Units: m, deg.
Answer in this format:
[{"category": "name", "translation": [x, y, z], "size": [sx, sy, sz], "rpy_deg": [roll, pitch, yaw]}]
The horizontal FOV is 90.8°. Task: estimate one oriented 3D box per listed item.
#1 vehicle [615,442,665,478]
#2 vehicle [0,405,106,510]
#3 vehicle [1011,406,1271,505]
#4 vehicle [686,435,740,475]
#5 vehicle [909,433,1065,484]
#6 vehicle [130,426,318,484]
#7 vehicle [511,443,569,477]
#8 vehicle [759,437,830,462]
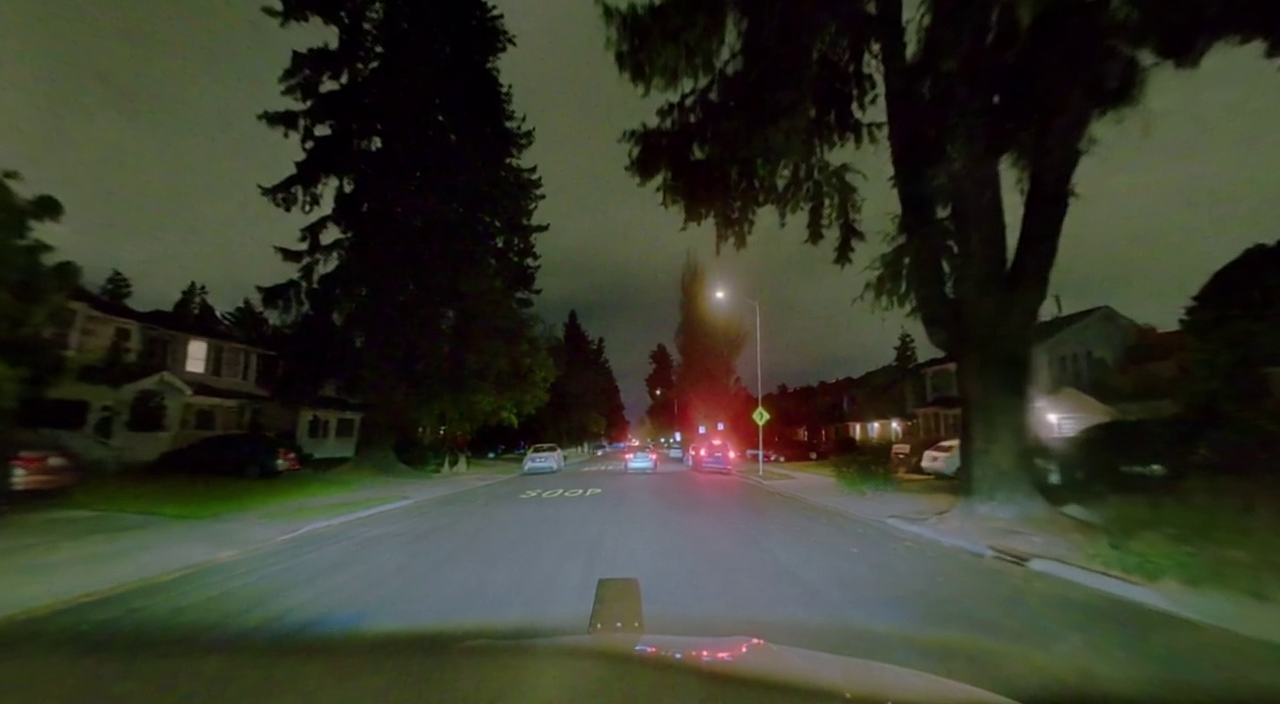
[{"category": "vehicle", "translation": [0.013, 4.716, 27.810], "size": [2.000, 1.449, 4.006], "rpy_deg": [0, -8, 0]}, {"category": "vehicle", "translation": [-12.862, 1.901, 11.454], "size": [4.510, 1.728, 1.997], "rpy_deg": [0, -8, 1]}, {"category": "vehicle", "translation": [12.052, 2.474, 15.433], "size": [4.620, 1.735, 1.969], "rpy_deg": [-6, -7, -4]}, {"category": "vehicle", "translation": [3.854, 5.548, 34.320], "size": [2.221, 1.960, 4.927], "rpy_deg": [0, -8, -2]}, {"category": "vehicle", "translation": [11.769, 3.609, 21.613], "size": [4.157, 1.520, 1.938], "rpy_deg": [-1, -8, -3]}, {"category": "vehicle", "translation": [-12.960, 3.215, 19.872], "size": [4.551, 1.700, 1.920], "rpy_deg": [0, -8, 2]}, {"category": "vehicle", "translation": [-5.062, 5.520, 32.543], "size": [1.984, 1.498, 4.508], "rpy_deg": [-3, -8, 3]}, {"category": "vehicle", "translation": [11.417, 7.260, 46.999], "size": [4.730, 1.504, 1.894], "rpy_deg": [-4, -8, 1]}]
